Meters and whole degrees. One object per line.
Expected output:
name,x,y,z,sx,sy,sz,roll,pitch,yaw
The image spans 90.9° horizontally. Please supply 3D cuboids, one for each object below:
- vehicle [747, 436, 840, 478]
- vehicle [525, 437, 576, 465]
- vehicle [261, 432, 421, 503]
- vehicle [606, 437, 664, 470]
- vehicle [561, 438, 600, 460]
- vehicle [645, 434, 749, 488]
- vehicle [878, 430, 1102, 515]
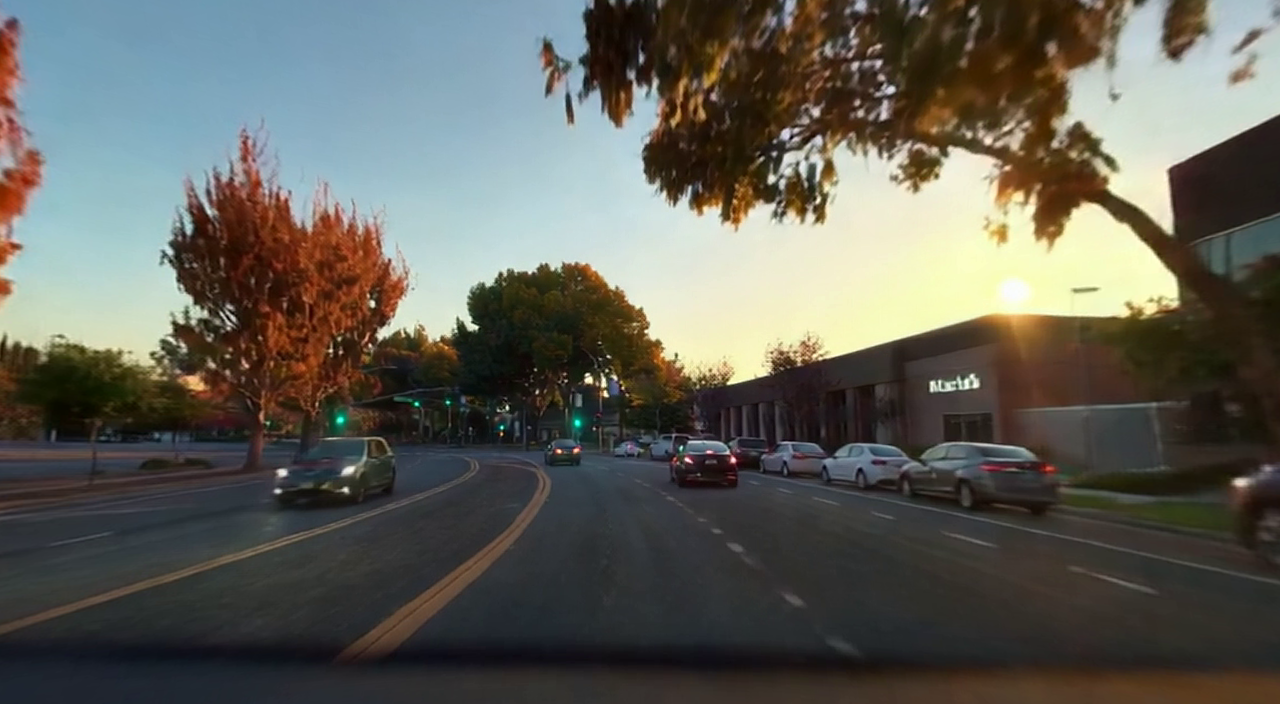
vehicle,5.803,4.031,24.408,1.820,1.450,4.408,2,-9,-10
vehicle,-5.414,5.881,37.608,2.308,1.535,4.811,2,-9,-16
vehicle,-7.239,2.822,15.885,2.325,1.509,4.340,1,-9,-7
vehicle,-0.325,4.981,31.193,1.984,1.476,4.488,2,-9,-12
vehicle,-4.318,6.953,45.150,1.957,1.463,4.701,2,-9,-15
vehicle,1.619,3.363,19.744,2.280,1.472,4.426,1,-9,-8
vehicle,7.143,2.497,13.590,1.890,1.488,4.567,1,-8,-5
